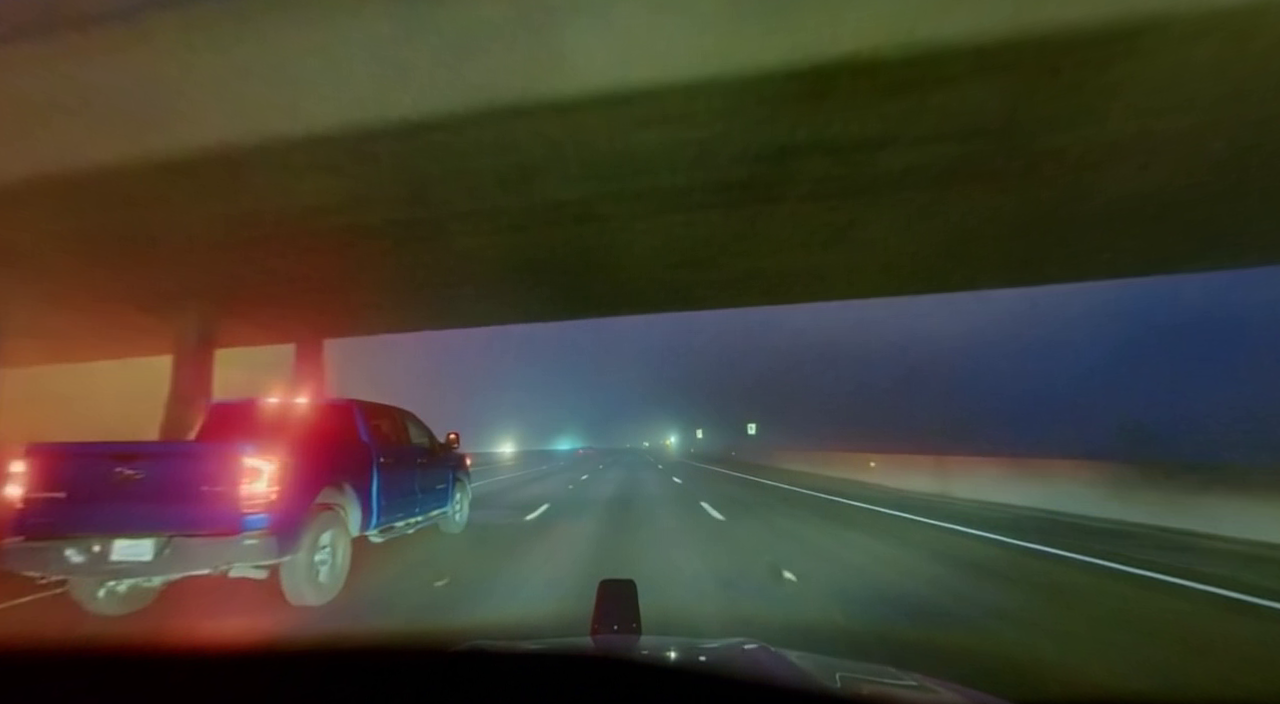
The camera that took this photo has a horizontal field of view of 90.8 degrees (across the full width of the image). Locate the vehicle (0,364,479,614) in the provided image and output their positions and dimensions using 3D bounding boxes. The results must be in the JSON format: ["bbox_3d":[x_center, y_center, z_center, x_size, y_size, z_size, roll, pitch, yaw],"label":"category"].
[{"bbox_3d":[-4.128,1.525,8.090,2.529,2.003,5.904,0,-8,1],"label":"vehicle"}]
